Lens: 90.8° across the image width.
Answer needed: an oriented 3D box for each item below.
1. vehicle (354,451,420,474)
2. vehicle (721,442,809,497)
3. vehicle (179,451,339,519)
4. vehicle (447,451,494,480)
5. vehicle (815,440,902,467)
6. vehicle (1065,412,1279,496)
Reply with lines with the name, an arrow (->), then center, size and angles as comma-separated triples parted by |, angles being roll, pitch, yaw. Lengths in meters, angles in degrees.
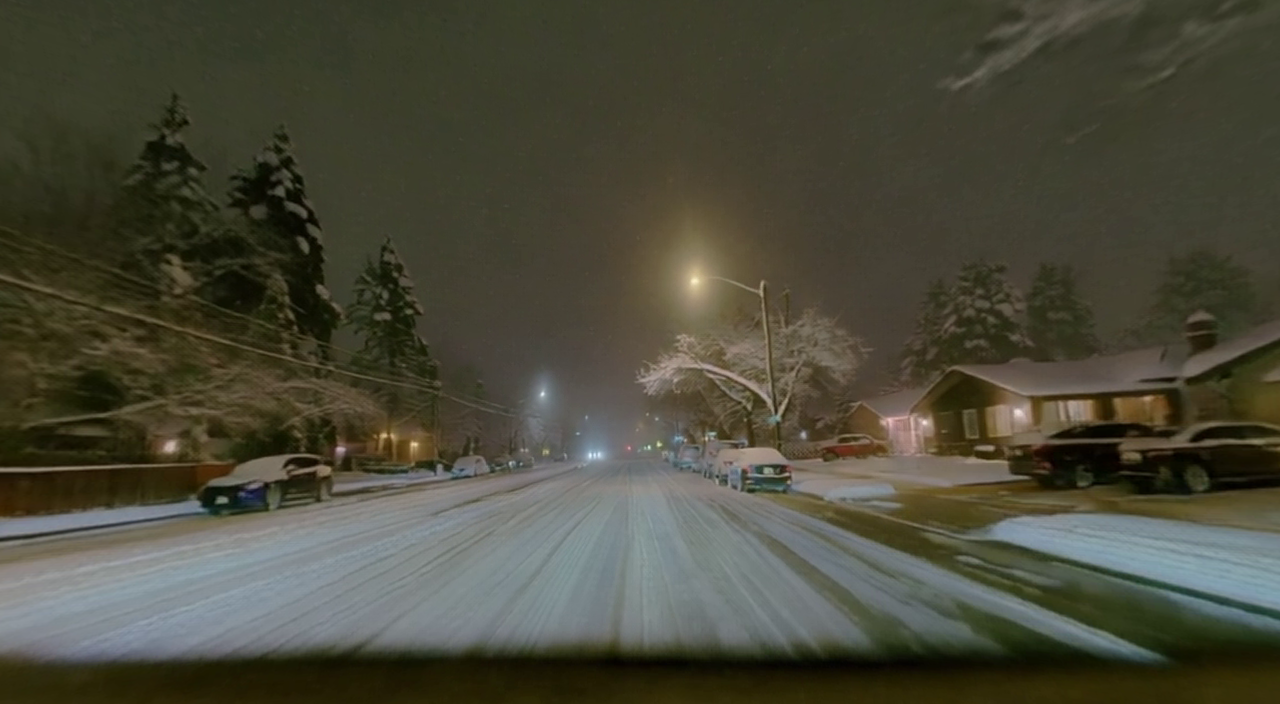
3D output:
vehicle -> -19.949, 8.706, 49.959 | 4.359, 1.727, 2.029 | 0, -9, -2
vehicle -> 4.059, 3.891, 21.306 | 2.007, 1.657, 4.362 | 0, -9, -1
vehicle -> -10.953, 3.799, 18.631 | 2.091, 1.717, 4.392 | 0, -9, -3
vehicle -> -10.909, 7.367, 40.997 | 1.964, 1.667, 4.217 | -3, -10, -2
vehicle -> 12.422, 5.797, 36.088 | 4.285, 1.434, 1.740 | 0, -9, 0
vehicle -> 12.224, 2.209, 13.816 | 4.364, 1.677, 2.006 | 0, -9, 0
